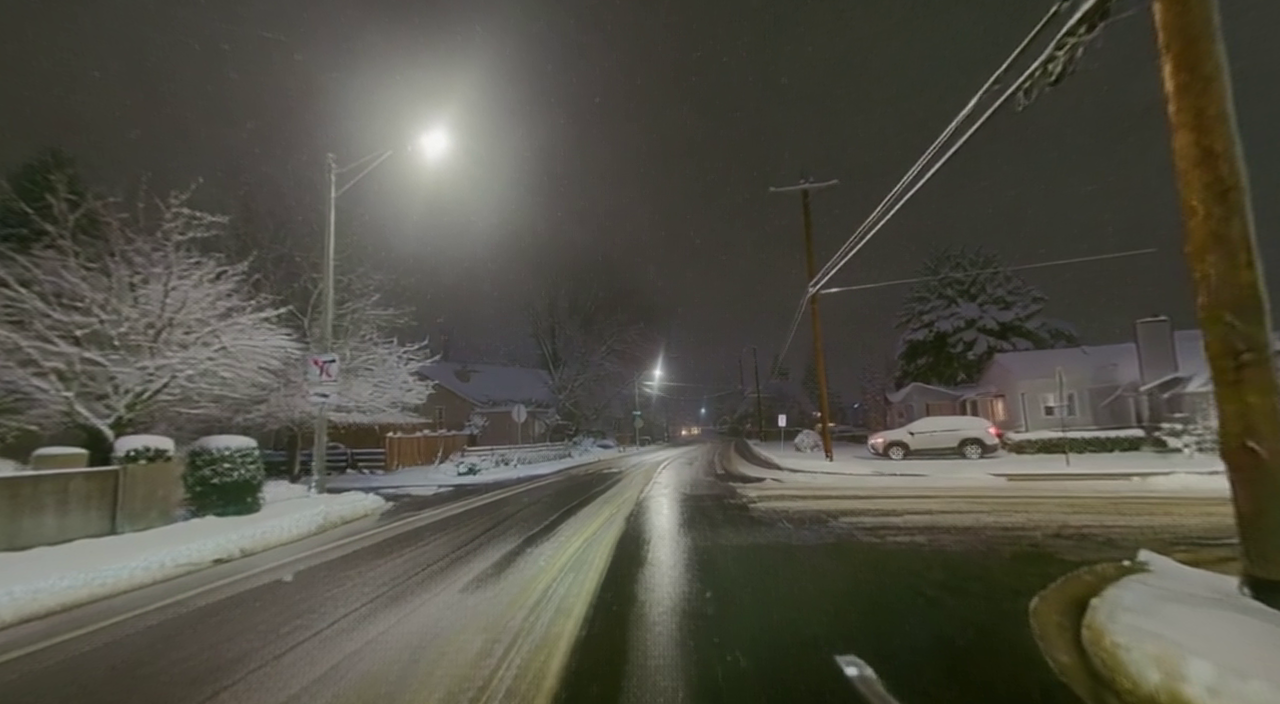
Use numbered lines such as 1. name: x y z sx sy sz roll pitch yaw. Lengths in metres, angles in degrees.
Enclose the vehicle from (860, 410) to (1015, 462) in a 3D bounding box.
1. vehicle: 10.617 3.072 22.839 4.614 1.764 1.860 -1 -8 6
